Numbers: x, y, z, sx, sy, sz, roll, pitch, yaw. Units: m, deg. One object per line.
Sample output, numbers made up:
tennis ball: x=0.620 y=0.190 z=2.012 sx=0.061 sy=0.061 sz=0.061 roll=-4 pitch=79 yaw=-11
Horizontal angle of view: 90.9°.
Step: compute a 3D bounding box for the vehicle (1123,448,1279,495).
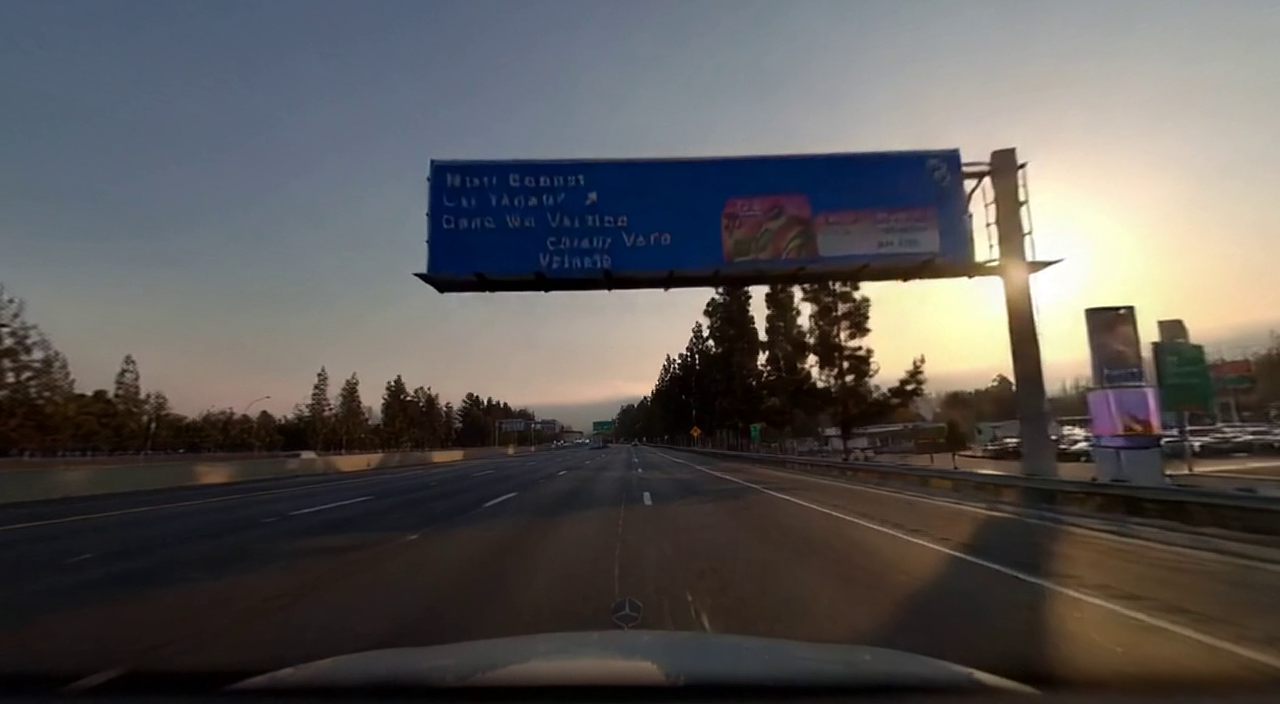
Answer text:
vehicle: x=27.053 y=5.732 z=30.446 sx=5.531 sy=1.855 sz=2.208 roll=-3 pitch=-8 yaw=-1
